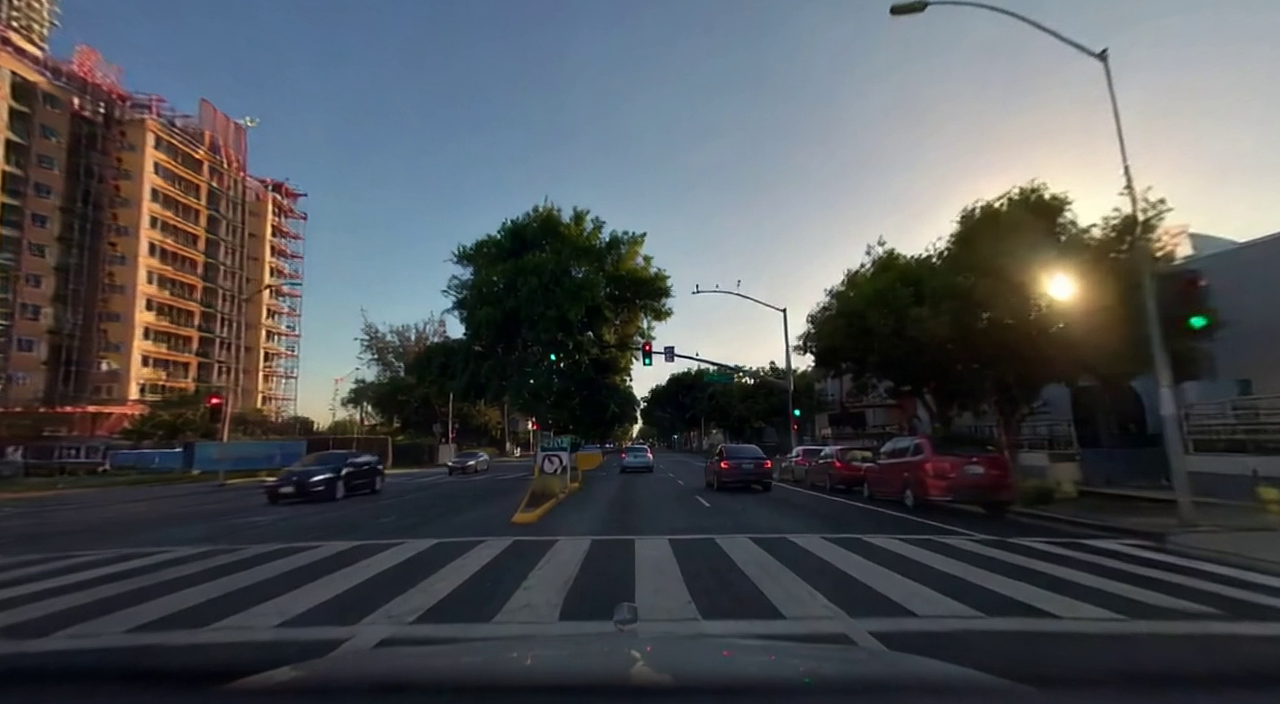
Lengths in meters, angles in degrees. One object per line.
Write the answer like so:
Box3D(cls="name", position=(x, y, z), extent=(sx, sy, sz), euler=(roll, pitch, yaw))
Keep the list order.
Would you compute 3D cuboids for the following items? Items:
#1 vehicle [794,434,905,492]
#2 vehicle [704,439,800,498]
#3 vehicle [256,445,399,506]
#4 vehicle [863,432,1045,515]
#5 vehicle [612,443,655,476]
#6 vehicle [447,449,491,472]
Box3D(cls="vehicle", position=(7.268, 3.906, 22.535), extent=(2.067, 1.805, 4.875), euler=(0, -9, -3))
Box3D(cls="vehicle", position=(3.085, 3.294, 18.238), extent=(1.910, 1.474, 4.003), euler=(0, -9, -2))
Box3D(cls="vehicle", position=(-8.674, 3.442, 18.041), extent=(1.902, 1.503, 4.240), euler=(0, -9, 0))
Box3D(cls="vehicle", position=(7.358, 2.874, 15.473), extent=(2.031, 1.708, 4.567), euler=(0, -9, -1))
Box3D(cls="vehicle", position=(-0.317, 5.198, 30.740), extent=(2.006, 1.487, 3.535), euler=(0, -9, 0))
Box3D(cls="vehicle", position=(-12.093, 7.669, 45.007), extent=(1.945, 1.540, 4.338), euler=(0, -9, 0))
